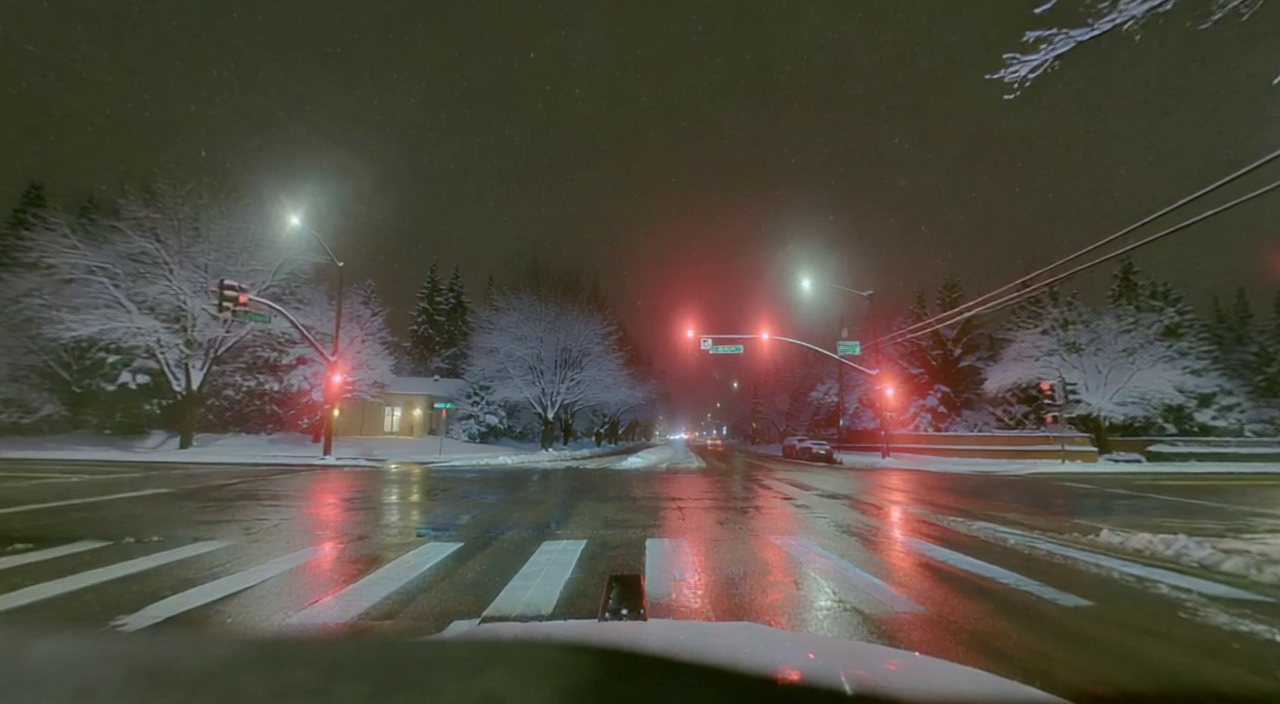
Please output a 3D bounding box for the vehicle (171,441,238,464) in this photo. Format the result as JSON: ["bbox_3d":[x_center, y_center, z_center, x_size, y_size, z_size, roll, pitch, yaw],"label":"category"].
[{"bbox_3d":[-29.104,6.718,42.084,1.696,1.431,3.686,-1,-8,3],"label":"vehicle"}]
